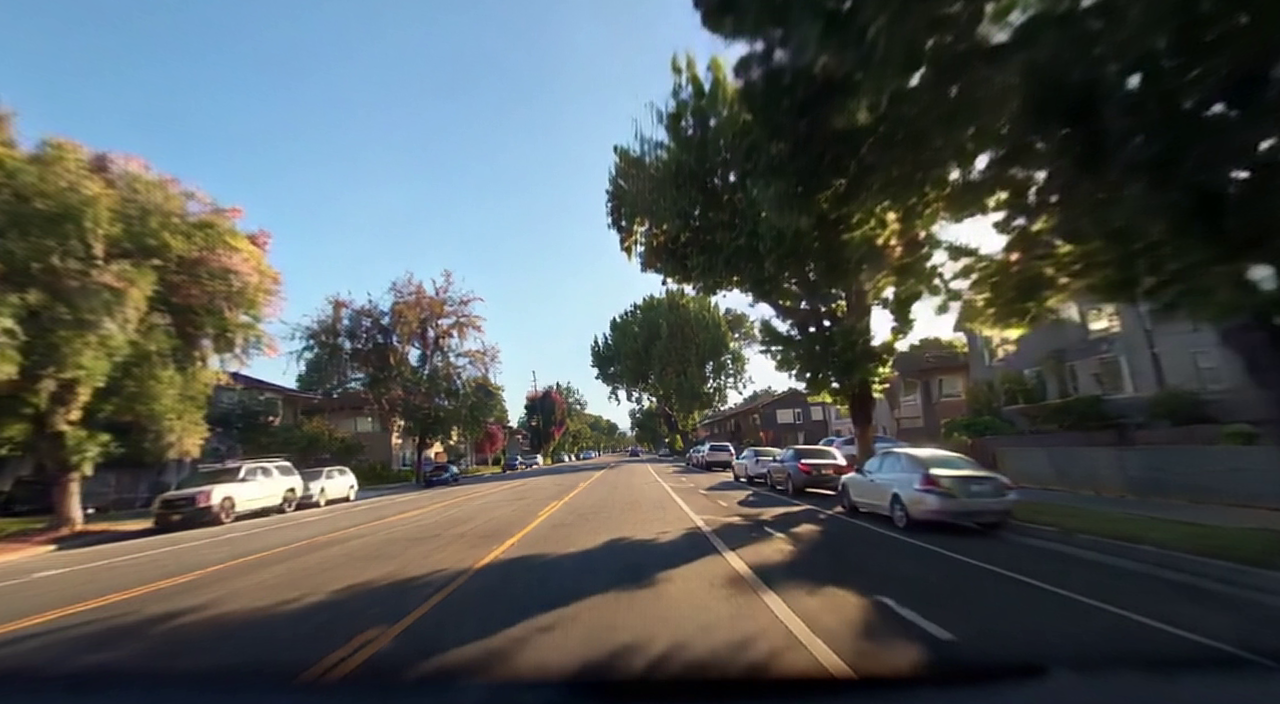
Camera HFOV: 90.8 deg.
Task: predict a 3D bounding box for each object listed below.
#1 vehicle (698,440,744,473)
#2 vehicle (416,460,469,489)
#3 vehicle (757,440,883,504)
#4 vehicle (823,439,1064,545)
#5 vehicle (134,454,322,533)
[{"bbox_3d":[4.507,5.902,35.809,1.919,1.698,4.747,0,-9,-1],"label":"vehicle"},{"bbox_3d":[-12.705,7.884,40.868,1.972,1.475,4.503,-5,-9,-1],"label":"vehicle"},{"bbox_3d":[4.794,3.283,17.739,1.933,1.511,5.086,0,-9,-2],"label":"vehicle"},{"bbox_3d":[4.908,2.308,11.124,1.923,1.454,4.460,0,-9,-2],"label":"vehicle"},{"bbox_3d":[-12.306,4.230,19.534,2.156,1.935,5.464,-3,-10,0],"label":"vehicle"}]
